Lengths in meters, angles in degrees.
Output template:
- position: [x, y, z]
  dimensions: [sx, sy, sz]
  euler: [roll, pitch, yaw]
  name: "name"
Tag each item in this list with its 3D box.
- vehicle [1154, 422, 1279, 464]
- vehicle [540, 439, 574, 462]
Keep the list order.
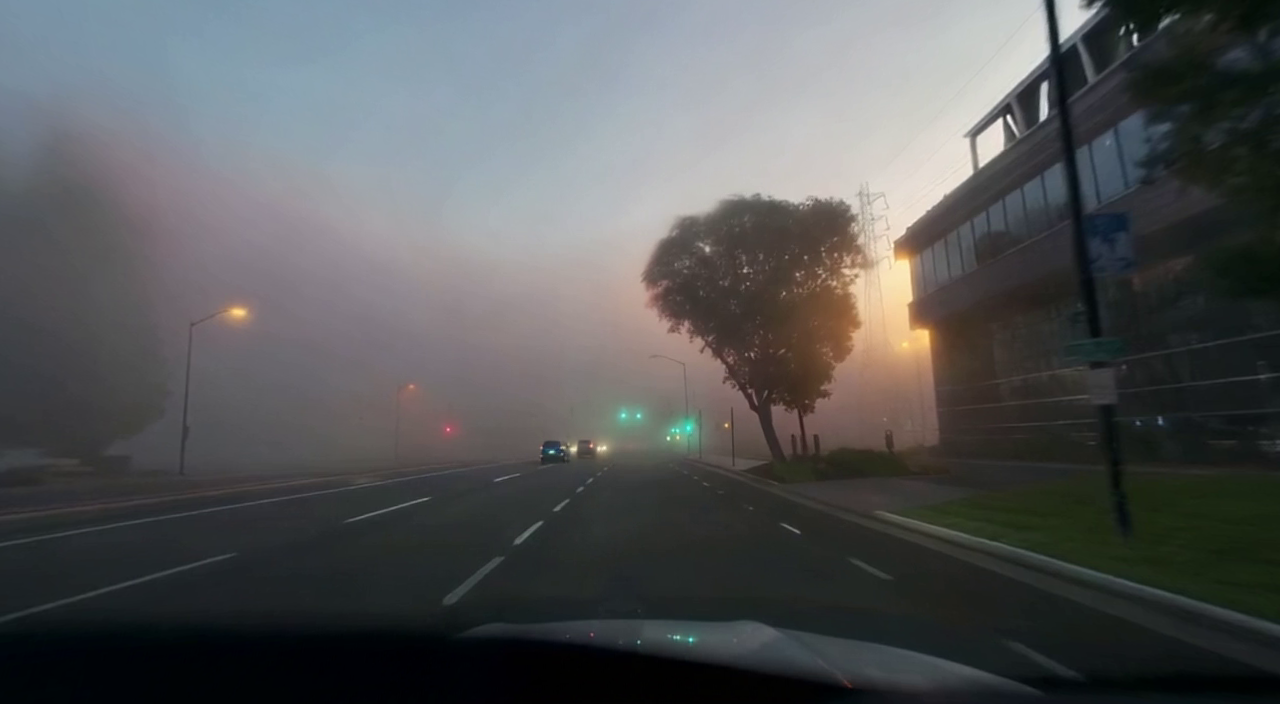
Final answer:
- position: [22.625, 3.487, 24.171]
  dimensions: [1.847, 1.438, 4.601]
  euler: [0, -8, -3]
  name: "vehicle"
- position: [-6.475, 7.705, 49.616]
  dimensions: [2.052, 1.662, 4.299]
  euler: [0, -8, 0]
  name: "vehicle"
